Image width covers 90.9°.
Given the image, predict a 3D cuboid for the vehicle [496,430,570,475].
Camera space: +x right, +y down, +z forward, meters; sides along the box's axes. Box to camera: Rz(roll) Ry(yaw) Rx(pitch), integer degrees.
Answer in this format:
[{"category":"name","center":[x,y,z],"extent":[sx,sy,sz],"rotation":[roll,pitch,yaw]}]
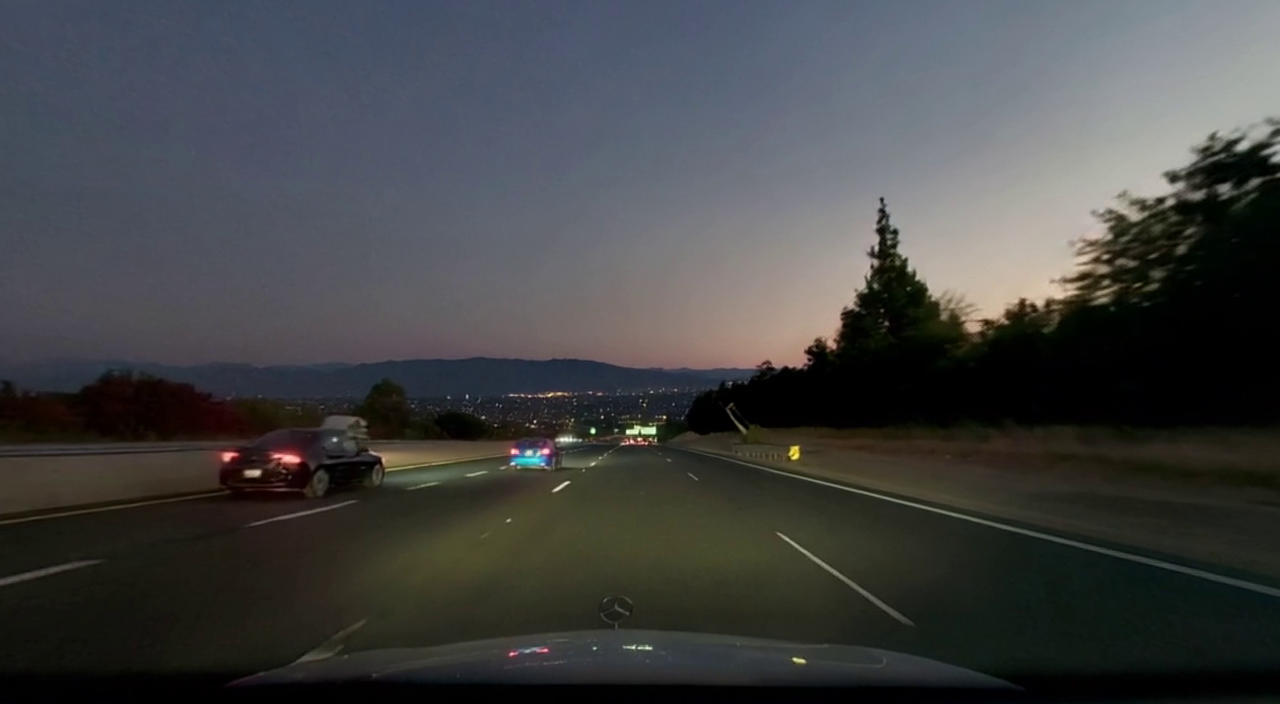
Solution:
[{"category":"vehicle","center":[-3.847,3.697,23.513],"extent":[2.026,1.517,4.325],"rotation":[0,-8,0]}]

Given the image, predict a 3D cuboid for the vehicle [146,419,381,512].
[{"category":"vehicle","center":[-7.286,2.232,12.956],"extent":[1.983,1.535,4.652],"rotation":[0,-8,0]}]
